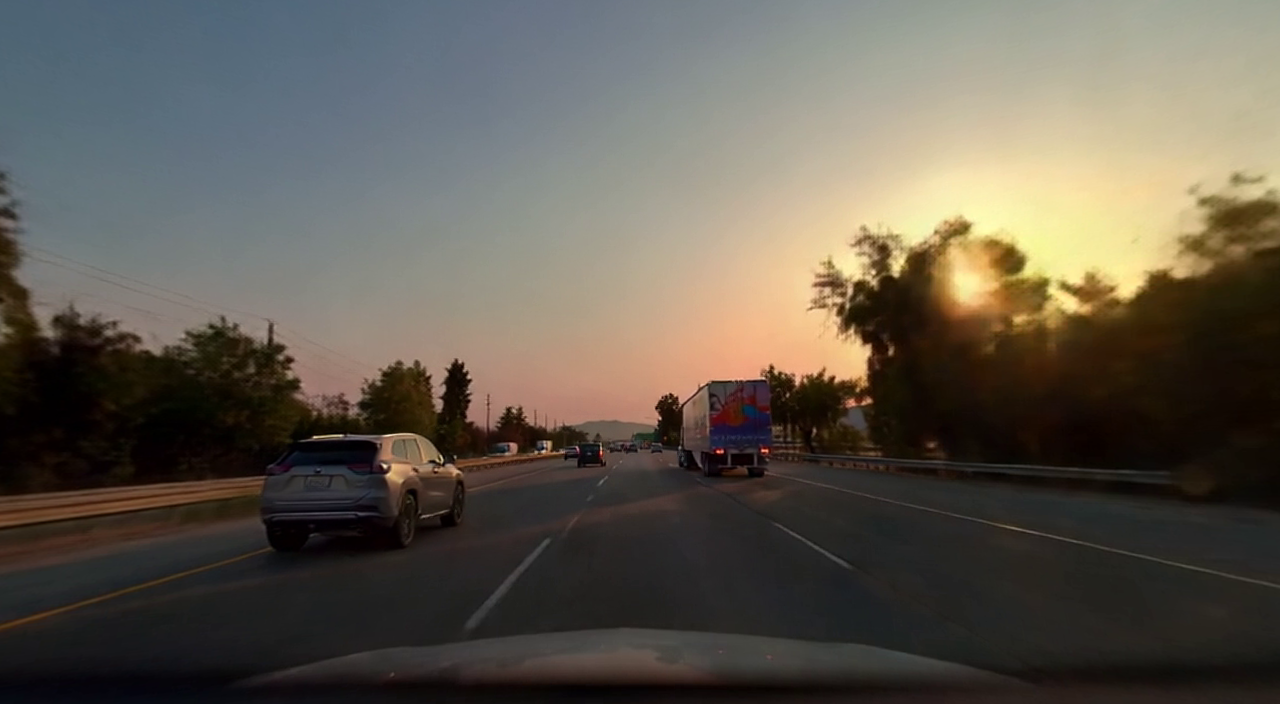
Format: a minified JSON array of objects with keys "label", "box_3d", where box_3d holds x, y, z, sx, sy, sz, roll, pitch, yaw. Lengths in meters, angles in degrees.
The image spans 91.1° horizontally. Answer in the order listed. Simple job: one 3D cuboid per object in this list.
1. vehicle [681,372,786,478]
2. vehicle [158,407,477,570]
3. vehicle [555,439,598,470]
[{"label":"vehicle","box_3d":[4.167,3.963,32.128,2.998,4.236,13.886,0,-9,-1]},{"label":"vehicle","box_3d":[-4.128,1.841,9.239,2.202,1.760,4.617,0,-9,0]},{"label":"vehicle","box_3d":[-3.689,6.088,37.352,2.139,1.716,4.530,0,-9,0]}]
